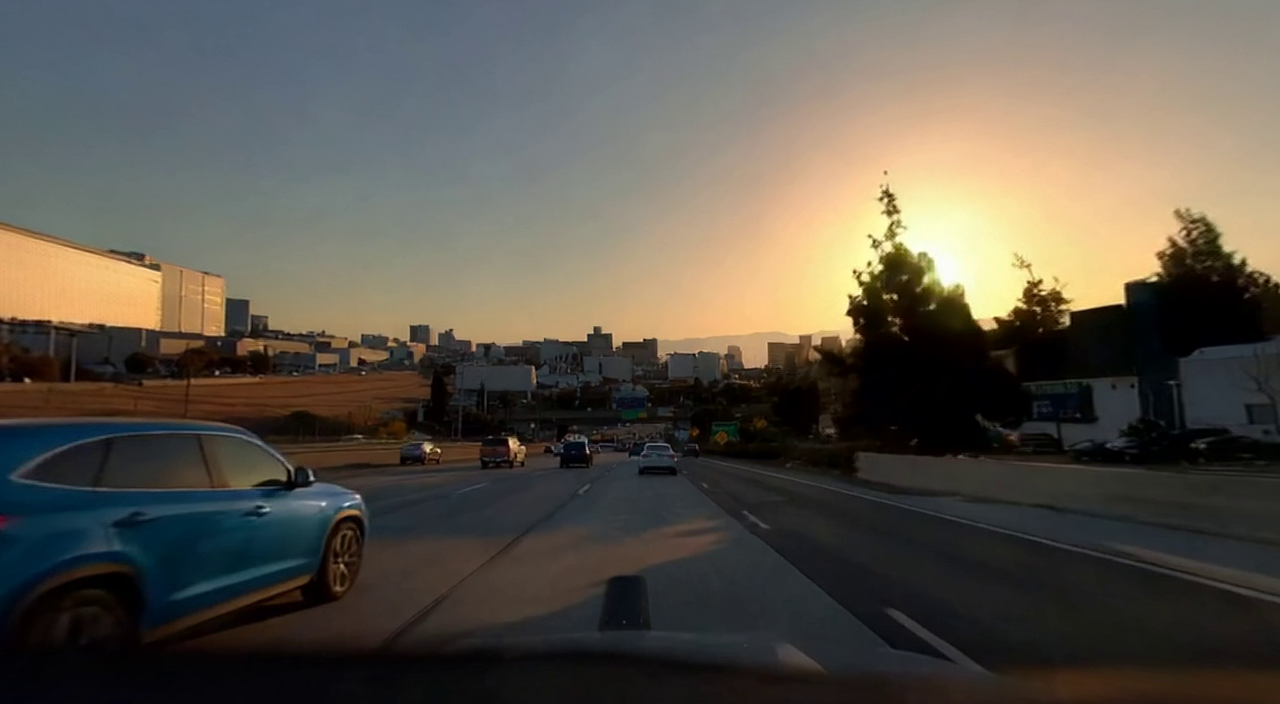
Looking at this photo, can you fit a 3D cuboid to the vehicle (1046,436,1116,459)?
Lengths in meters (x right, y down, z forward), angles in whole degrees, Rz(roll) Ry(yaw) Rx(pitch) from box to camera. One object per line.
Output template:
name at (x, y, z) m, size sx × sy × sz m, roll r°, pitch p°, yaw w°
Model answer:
vehicle at (30.470, 6.604, 43.716) m, size 1.722 × 1.461 × 4.302 m, roll 0°, pitch -8°, yaw 1°

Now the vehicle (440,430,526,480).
vehicle at (-6.180, 4.130, 25.538) m, size 2.125 × 1.804 × 4.864 m, roll 0°, pitch -8°, yaw 1°

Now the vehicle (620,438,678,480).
vehicle at (0.338, 4.113, 24.548) m, size 2.090 × 1.474 × 3.970 m, roll 0°, pitch -8°, yaw 0°

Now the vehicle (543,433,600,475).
vehicle at (-2.959, 4.498, 28.048) m, size 2.007 × 1.730 × 4.412 m, roll 0°, pitch -8°, yaw 0°

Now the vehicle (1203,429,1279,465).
vehicle at (30.334, 4.633, 30.692) m, size 1.843 × 1.626 × 4.378 m, roll 0°, pitch -8°, yaw 1°

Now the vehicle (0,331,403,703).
vehicle at (-3.232, 0.985, 3.631) m, size 1.961 × 1.687 × 4.453 m, roll 0°, pitch -8°, yaw 0°

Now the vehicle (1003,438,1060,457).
vehicle at (30.551, 7.492, 49.388) m, size 1.598 × 1.384 × 4.580 m, roll 0°, pitch -8°, yaw 1°

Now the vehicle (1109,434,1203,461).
vehicle at (30.433, 5.664, 37.410) m, size 1.838 × 1.491 × 4.554 m, roll 0°, pitch -8°, yaw 2°
